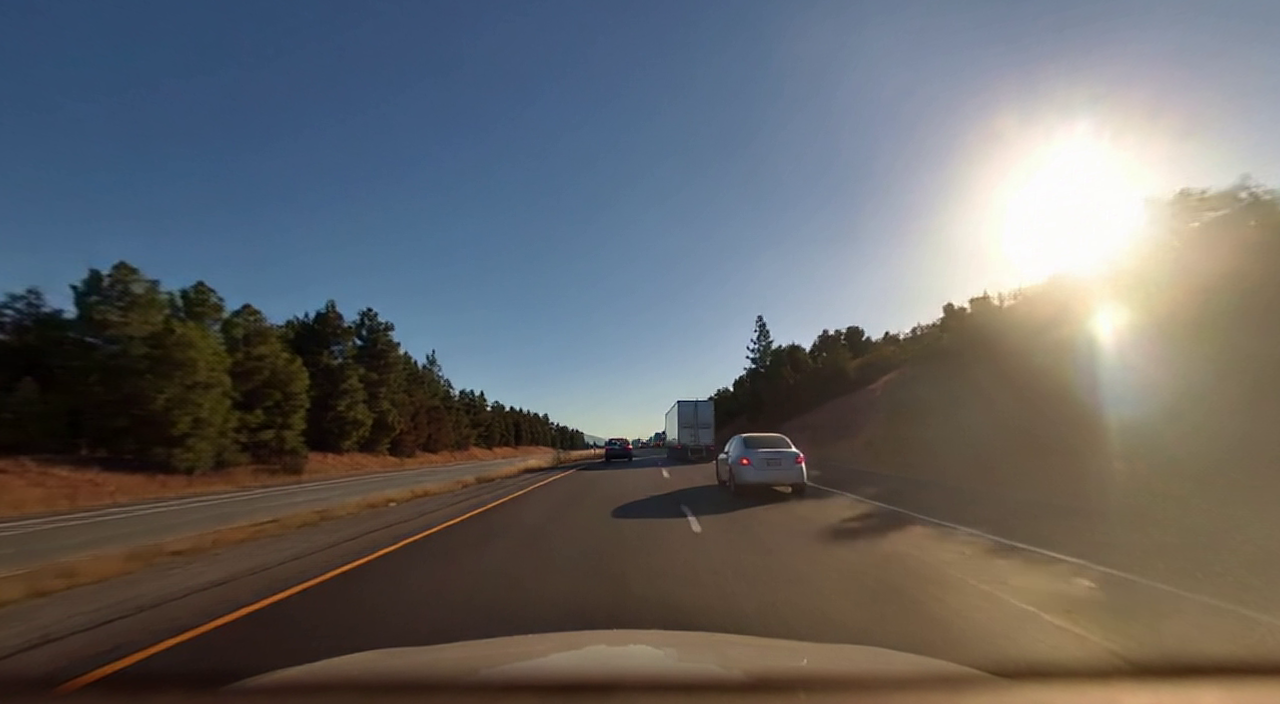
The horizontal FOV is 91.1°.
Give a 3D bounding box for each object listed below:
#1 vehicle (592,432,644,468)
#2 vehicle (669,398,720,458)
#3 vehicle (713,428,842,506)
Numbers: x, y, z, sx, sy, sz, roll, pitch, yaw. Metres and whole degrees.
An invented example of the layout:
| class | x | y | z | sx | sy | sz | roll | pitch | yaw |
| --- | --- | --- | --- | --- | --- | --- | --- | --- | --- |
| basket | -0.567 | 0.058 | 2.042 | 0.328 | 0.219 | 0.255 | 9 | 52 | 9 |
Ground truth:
| class | x | y | z | sx | sy | sz | roll | pitch | yaw |
| --- | --- | --- | --- | --- | --- | --- | --- | --- | --- |
| vehicle | -0.968 | 4.703 | 30.509 | 2.192 | 1.623 | 4.887 | 0 | -8 | 1 |
| vehicle | 3.952 | 5.994 | 48.898 | 2.919 | 4.004 | 13.911 | 0 | -8 | 1 |
| vehicle | 2.995 | 2.586 | 14.736 | 2.072 | 1.534 | 4.300 | 0 | -8 | 0 |
